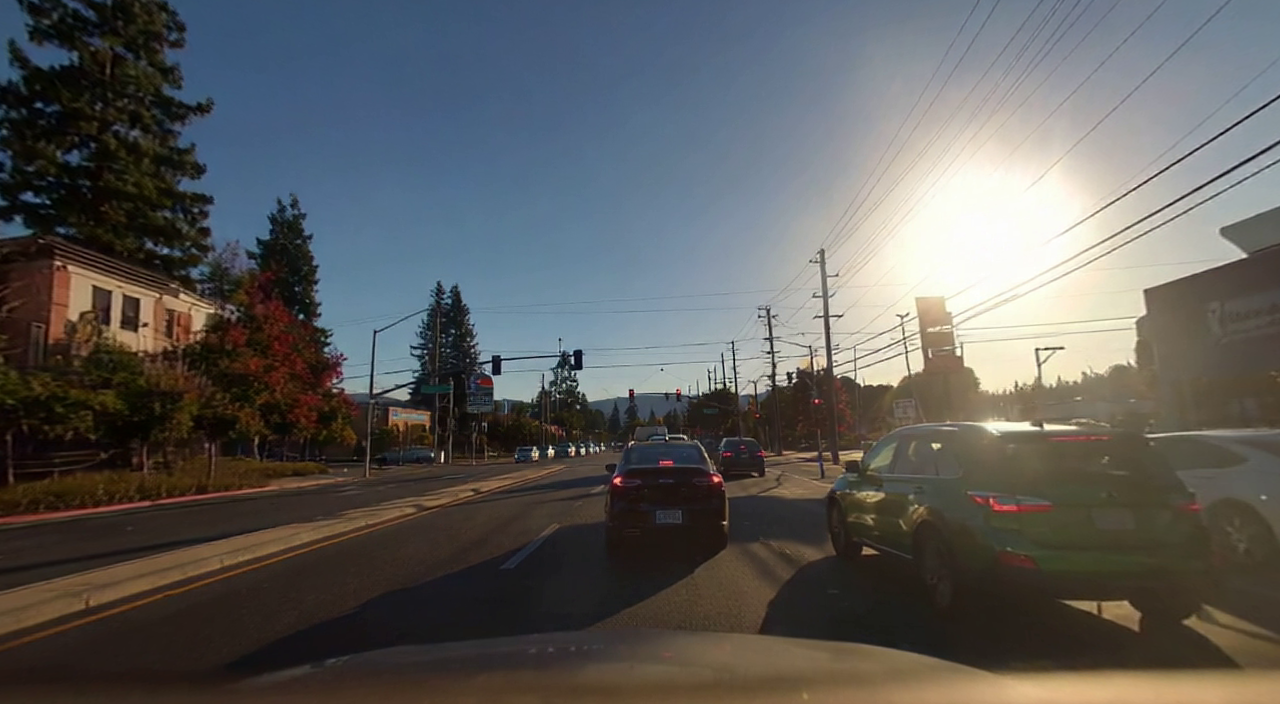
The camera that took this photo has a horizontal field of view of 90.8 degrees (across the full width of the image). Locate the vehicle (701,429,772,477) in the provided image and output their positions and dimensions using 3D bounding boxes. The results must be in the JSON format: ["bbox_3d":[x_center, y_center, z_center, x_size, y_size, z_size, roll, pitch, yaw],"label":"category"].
[{"bbox_3d":[3.813,4.109,25.880,2.060,1.789,4.712,0,-9,-1],"label":"vehicle"}]

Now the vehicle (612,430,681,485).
[{"bbox_3d":[0.220,3.572,21.609,2.149,1.668,3.962,0,-9,0],"label":"vehicle"}]

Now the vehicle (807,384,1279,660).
[{"bbox_3d":[3.139,1.321,5.934,1.998,1.620,4.267,0,-9,1],"label":"vehicle"}]
